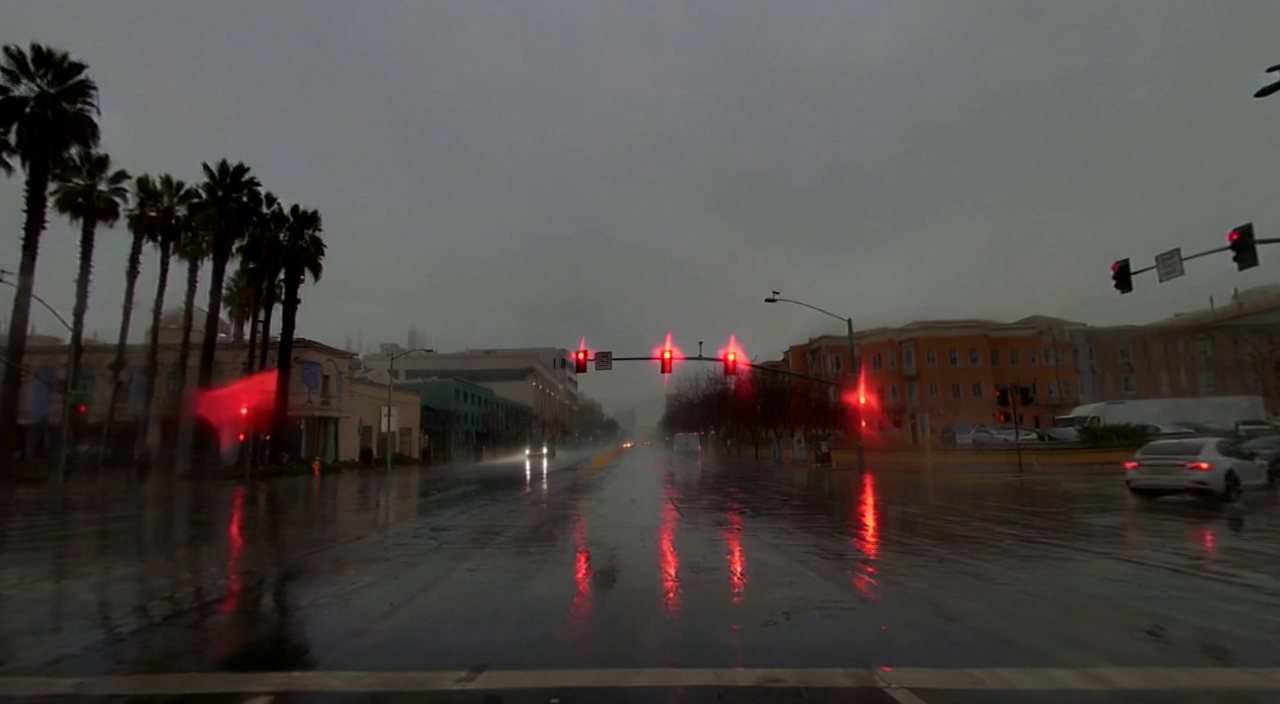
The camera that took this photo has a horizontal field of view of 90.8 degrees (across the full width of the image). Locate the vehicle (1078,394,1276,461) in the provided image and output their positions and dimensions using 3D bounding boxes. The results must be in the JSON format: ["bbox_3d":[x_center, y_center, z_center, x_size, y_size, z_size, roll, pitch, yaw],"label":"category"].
[{"bbox_3d":[32.621,4.777,39.326,2.863,3.609,10.252,0,-8,-3],"label":"vehicle"}]

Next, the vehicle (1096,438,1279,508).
[{"bbox_3d":[13.590,2.883,15.427,4.520,1.475,2.003,4,-10,-27],"label":"vehicle"}]

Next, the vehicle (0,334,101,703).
[{"bbox_3d":[-3.334,0.482,0.280,2.026,1.723,4.832,0,-9,-2],"label":"vehicle"}]
